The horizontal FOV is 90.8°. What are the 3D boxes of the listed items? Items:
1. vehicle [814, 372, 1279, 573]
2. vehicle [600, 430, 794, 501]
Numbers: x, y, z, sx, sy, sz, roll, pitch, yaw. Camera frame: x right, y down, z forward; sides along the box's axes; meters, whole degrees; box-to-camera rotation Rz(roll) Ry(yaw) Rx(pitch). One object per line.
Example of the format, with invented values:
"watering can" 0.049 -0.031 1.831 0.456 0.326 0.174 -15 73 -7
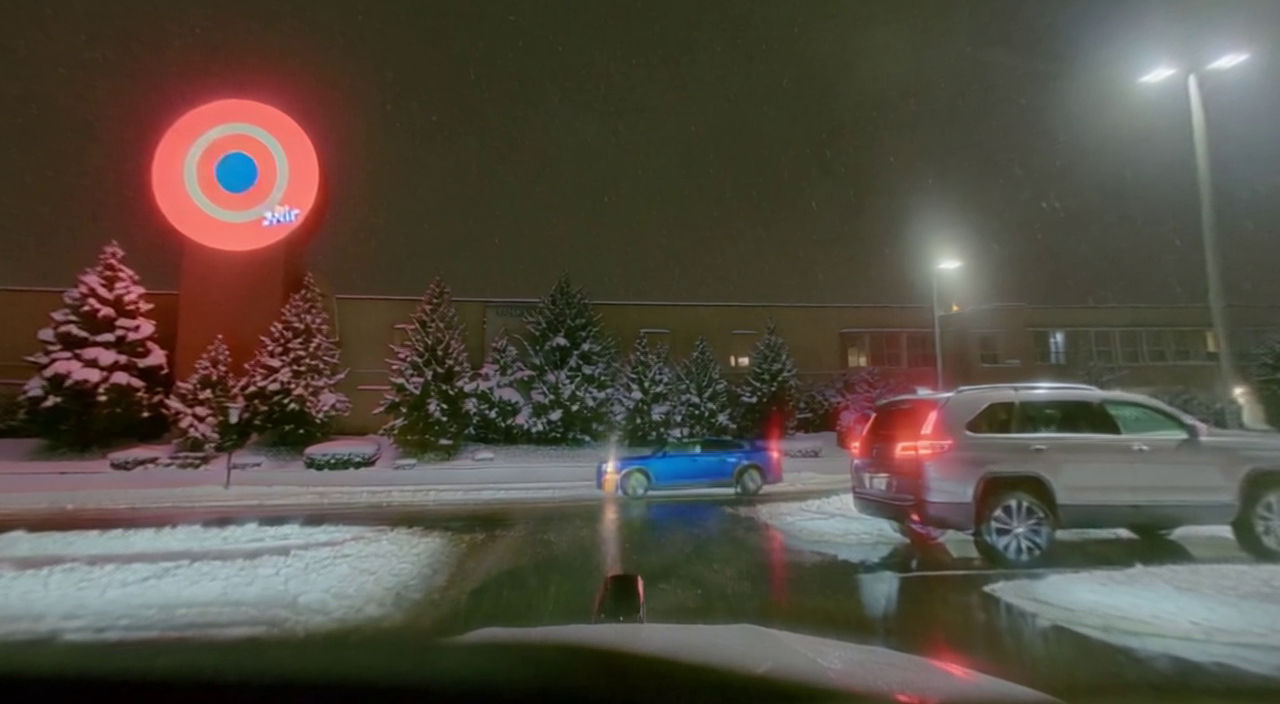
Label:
"vehicle" 4.935 1.352 7.572 4.864 1.916 2.413 1 -8 -6
"vehicle" 1.449 3.079 17.455 4.957 1.788 2.092 1 -9 -8
